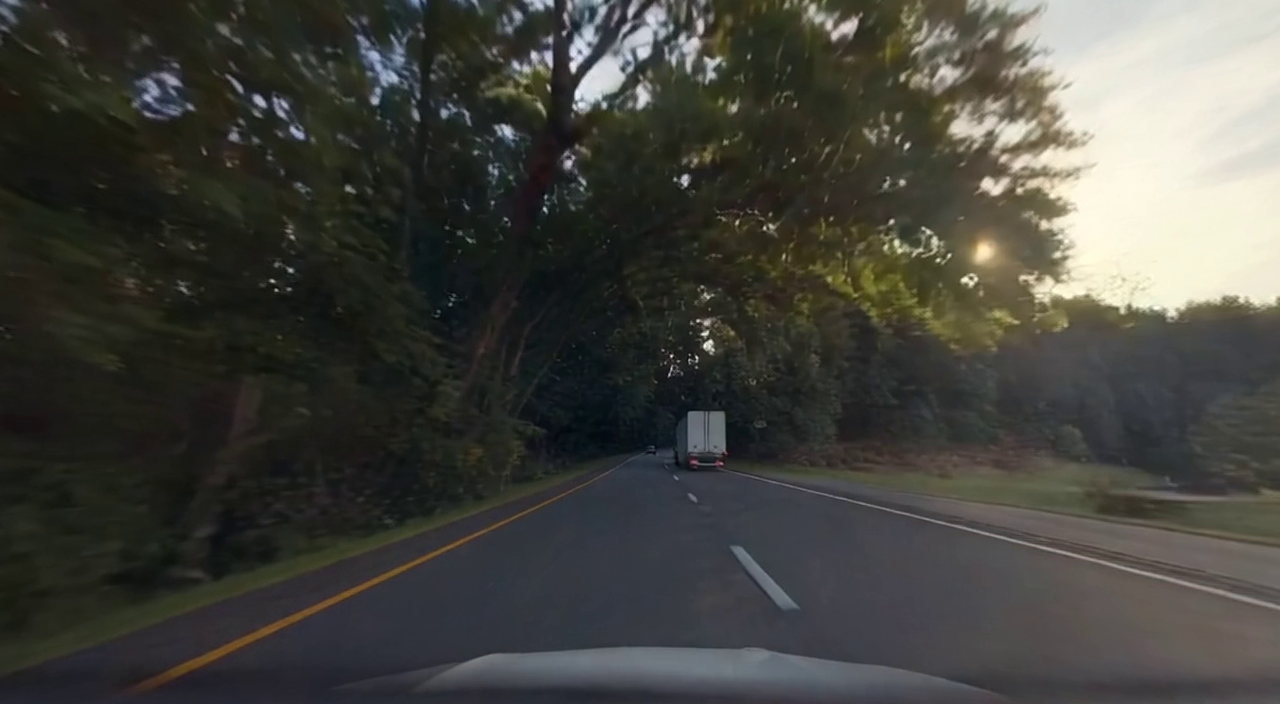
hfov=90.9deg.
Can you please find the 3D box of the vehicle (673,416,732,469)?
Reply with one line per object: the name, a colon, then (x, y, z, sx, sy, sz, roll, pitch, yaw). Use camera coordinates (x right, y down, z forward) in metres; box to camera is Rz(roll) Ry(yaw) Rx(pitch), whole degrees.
vehicle: (4.344, 6.678, 46.089, 2.983, 3.414, 10.378, 0, -9, -1)
